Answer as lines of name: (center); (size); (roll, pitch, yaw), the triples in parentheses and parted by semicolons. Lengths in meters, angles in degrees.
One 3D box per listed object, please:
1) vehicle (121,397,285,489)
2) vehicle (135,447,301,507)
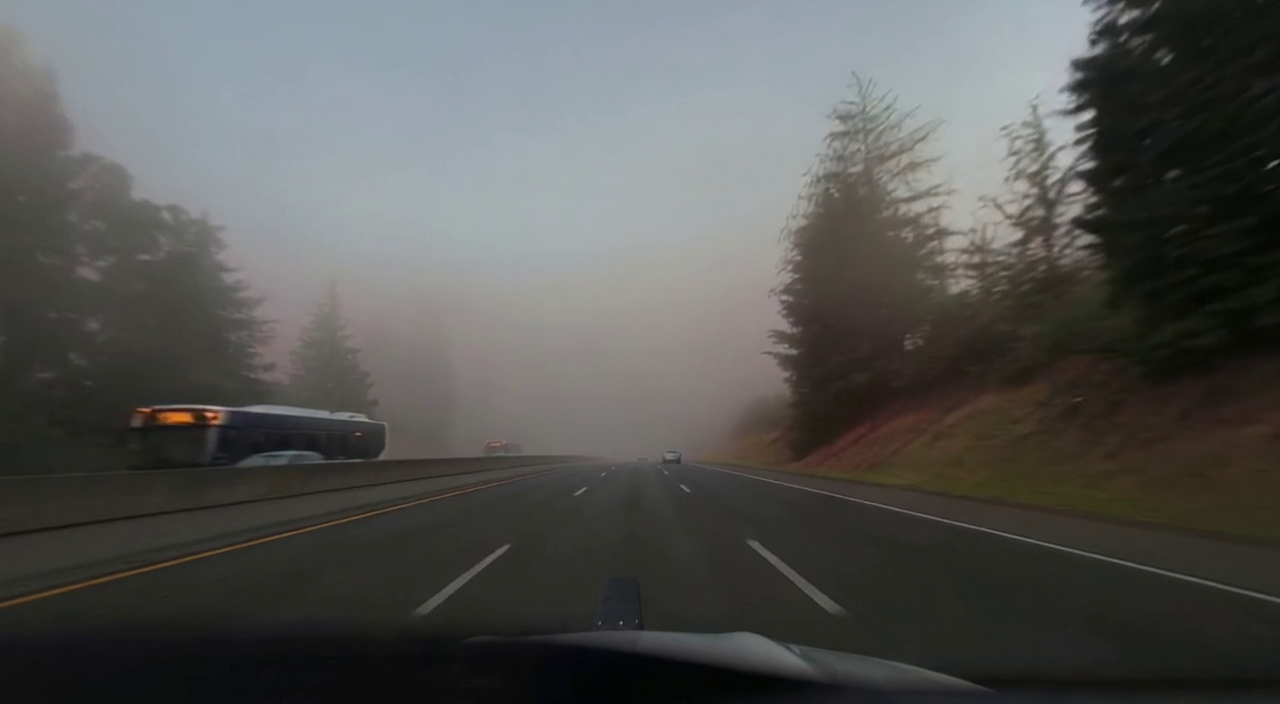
vehicle: (-20.391, 4.340, 30.036); (3.233, 3.934, 6.032); (0, -9, 0)
vehicle: (-12.757, 3.764, 19.485); (2.113, 1.636, 4.288); (0, -9, 0)
